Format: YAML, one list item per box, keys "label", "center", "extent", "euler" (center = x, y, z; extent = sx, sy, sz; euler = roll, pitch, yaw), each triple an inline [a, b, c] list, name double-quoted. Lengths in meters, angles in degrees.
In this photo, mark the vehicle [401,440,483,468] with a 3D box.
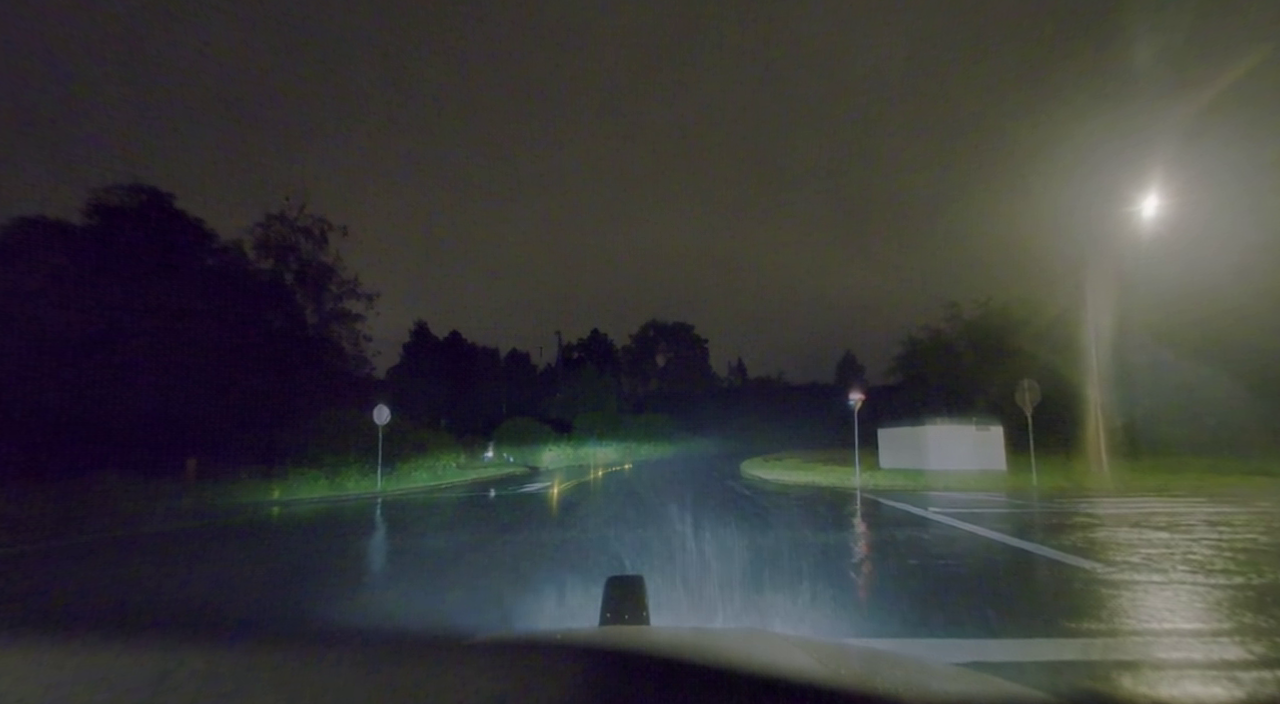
- label: "vehicle"
  center: [-12.703, 6.568, 40.638]
  extent: [4.590, 1.735, 1.973]
  euler: [0, -9, 3]
